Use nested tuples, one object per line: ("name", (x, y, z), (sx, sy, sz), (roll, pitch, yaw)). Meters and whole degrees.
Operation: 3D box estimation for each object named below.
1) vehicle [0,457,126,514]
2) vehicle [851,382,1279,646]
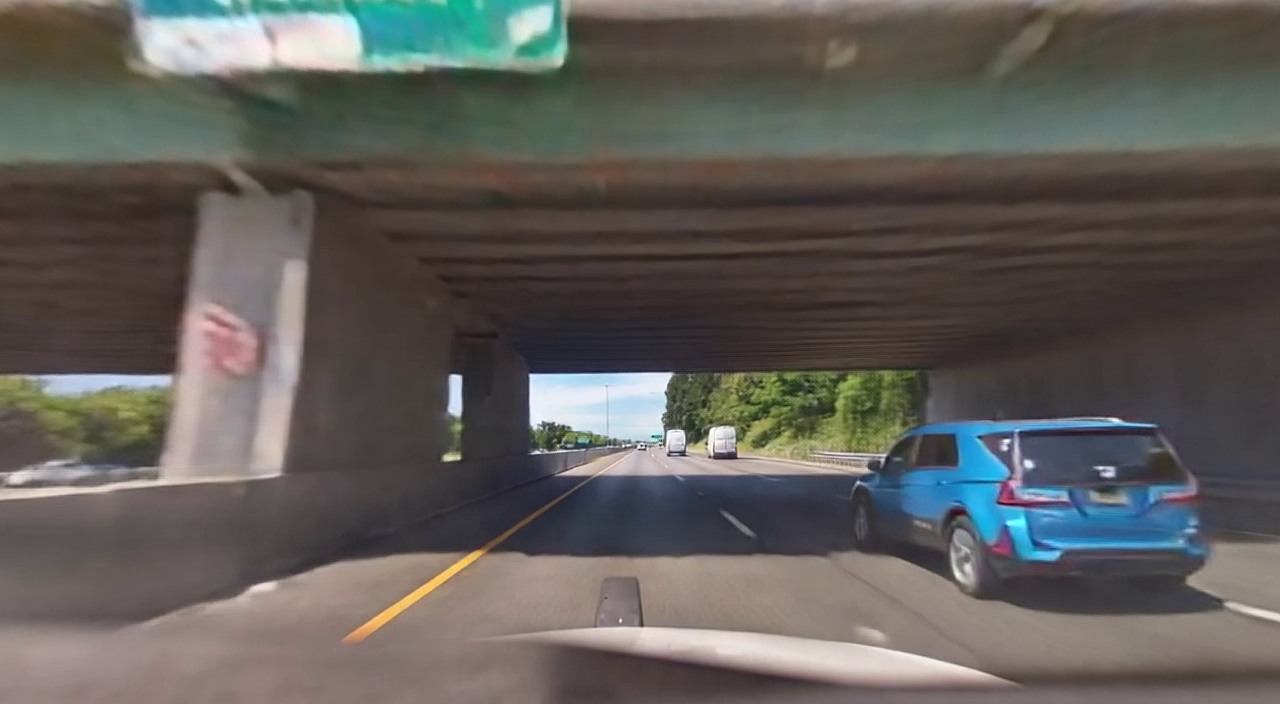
("vehicle", (-43.859, 9.608, 46.304), (2.907, 3.595, 10.577), (0, -8, 1))
("vehicle", (4.002, 1.366, 6.346), (2.148, 1.691, 4.443), (0, -9, -1))
